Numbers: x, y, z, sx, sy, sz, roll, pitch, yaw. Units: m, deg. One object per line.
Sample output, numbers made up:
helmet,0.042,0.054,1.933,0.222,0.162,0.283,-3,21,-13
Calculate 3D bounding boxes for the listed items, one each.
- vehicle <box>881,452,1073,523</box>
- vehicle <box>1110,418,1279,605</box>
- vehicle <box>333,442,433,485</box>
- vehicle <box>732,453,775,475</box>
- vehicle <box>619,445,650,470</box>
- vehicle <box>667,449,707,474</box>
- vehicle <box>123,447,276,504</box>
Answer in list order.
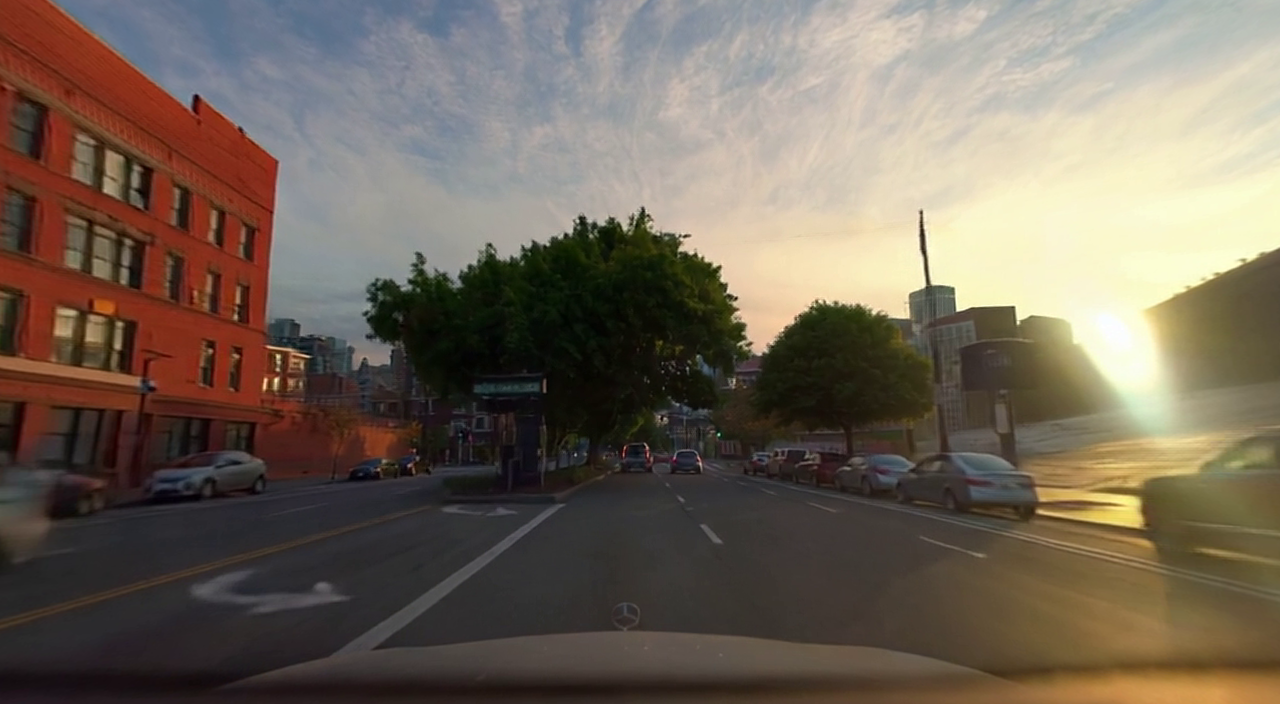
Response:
vehicle,8.022,3.235,15.747,2.030,1.444,4.832,0,-9,-1
vehicle,8.013,1.667,6.546,2.305,1.984,5.002,0,-9,-1
vehicle,-14.468,6.286,36.133,2.822,2.230,6.145,0,-9,3
vehicle,8.011,7.945,44.985,2.054,1.455,4.786,0,-9,-2
vehicle,-0.441,8.291,49.716,2.329,1.842,4.537,0,-9,-1
vehicle,2.988,7.135,41.567,2.238,1.499,4.964,0,-9,0
vehicle,-14.914,4.172,21.786,2.063,1.735,4.317,0,-9,1
